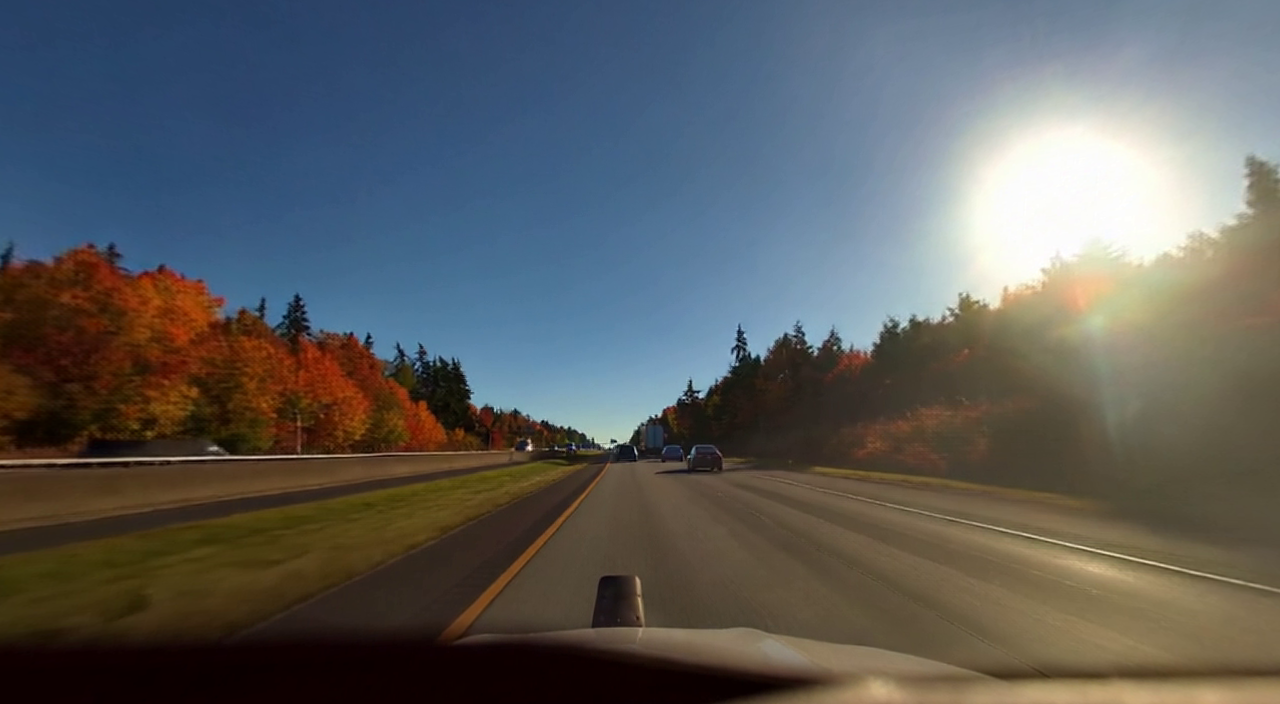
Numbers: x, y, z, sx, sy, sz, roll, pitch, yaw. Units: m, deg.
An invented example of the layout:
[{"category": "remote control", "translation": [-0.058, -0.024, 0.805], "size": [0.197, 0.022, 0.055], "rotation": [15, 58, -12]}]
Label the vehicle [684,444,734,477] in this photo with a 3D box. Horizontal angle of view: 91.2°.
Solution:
[{"category": "vehicle", "translation": [3.410, 5.412, 31.599], "size": [1.968, 1.513, 3.911], "rotation": [0, -9, -1]}]

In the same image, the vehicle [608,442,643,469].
[{"category": "vehicle", "translation": [-1.007, 6.817, 41.381], "size": [2.151, 1.693, 4.201], "rotation": [0, -9, -2]}]
